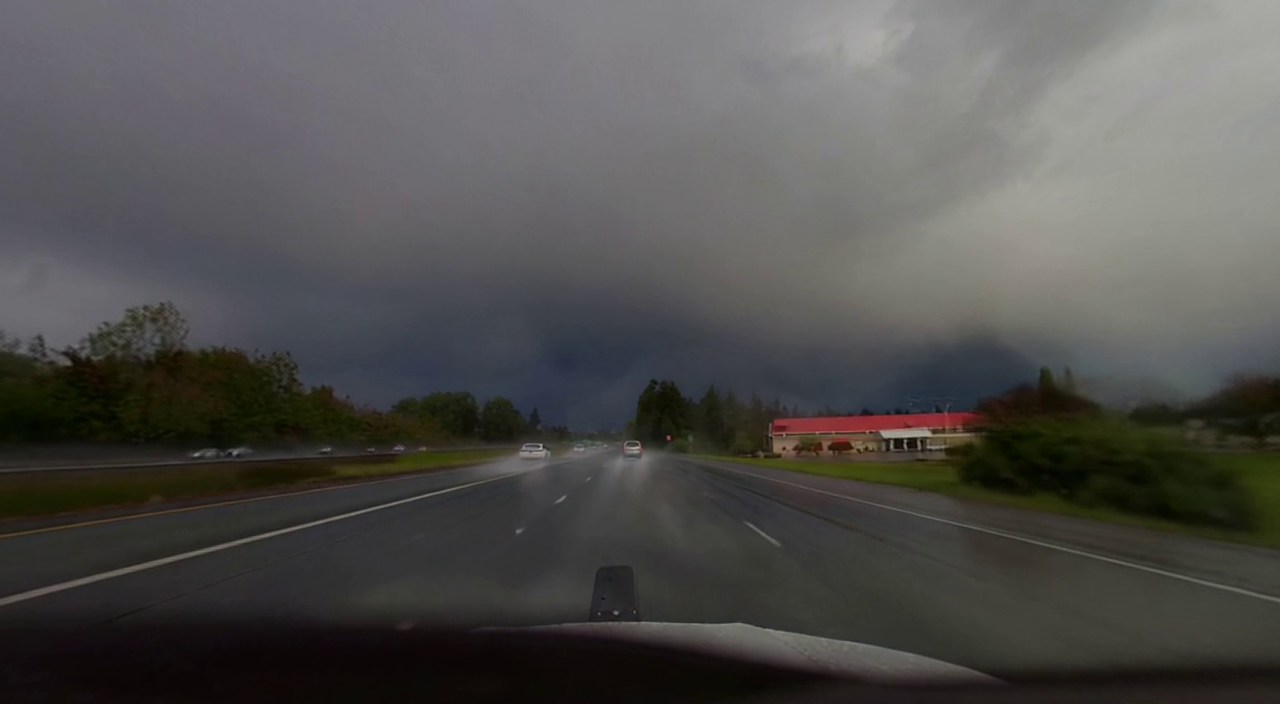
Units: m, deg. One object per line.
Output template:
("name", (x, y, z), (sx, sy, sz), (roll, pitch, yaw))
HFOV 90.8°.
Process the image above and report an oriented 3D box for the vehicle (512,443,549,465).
("vehicle", (-8.015, 7.519, 46.710), (1.991, 1.572, 4.314), (0, -9, 0))
